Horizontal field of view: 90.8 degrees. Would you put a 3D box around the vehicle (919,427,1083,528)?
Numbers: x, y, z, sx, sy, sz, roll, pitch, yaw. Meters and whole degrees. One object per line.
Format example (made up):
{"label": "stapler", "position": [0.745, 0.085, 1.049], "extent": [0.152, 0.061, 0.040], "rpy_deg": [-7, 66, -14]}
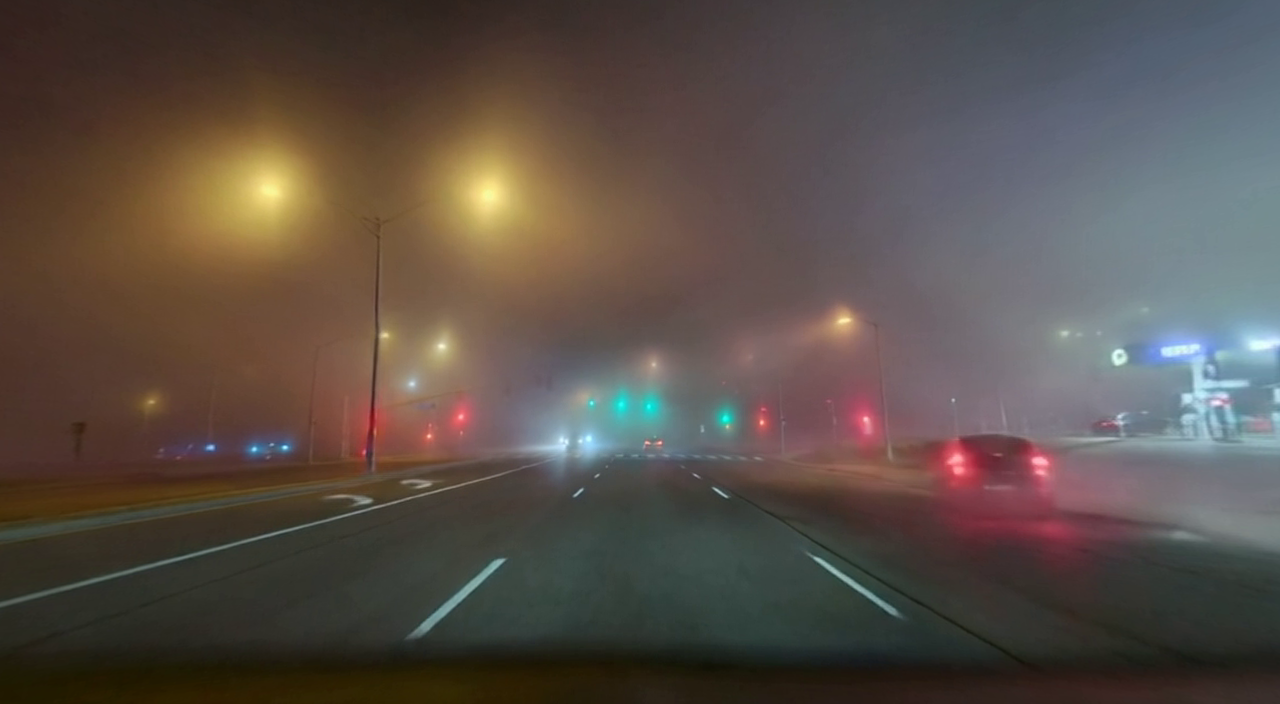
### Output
{"label": "vehicle", "position": [6.555, 2.226, 11.959], "extent": [2.113, 1.470, 4.867], "rpy_deg": [-4, -9, 25]}
